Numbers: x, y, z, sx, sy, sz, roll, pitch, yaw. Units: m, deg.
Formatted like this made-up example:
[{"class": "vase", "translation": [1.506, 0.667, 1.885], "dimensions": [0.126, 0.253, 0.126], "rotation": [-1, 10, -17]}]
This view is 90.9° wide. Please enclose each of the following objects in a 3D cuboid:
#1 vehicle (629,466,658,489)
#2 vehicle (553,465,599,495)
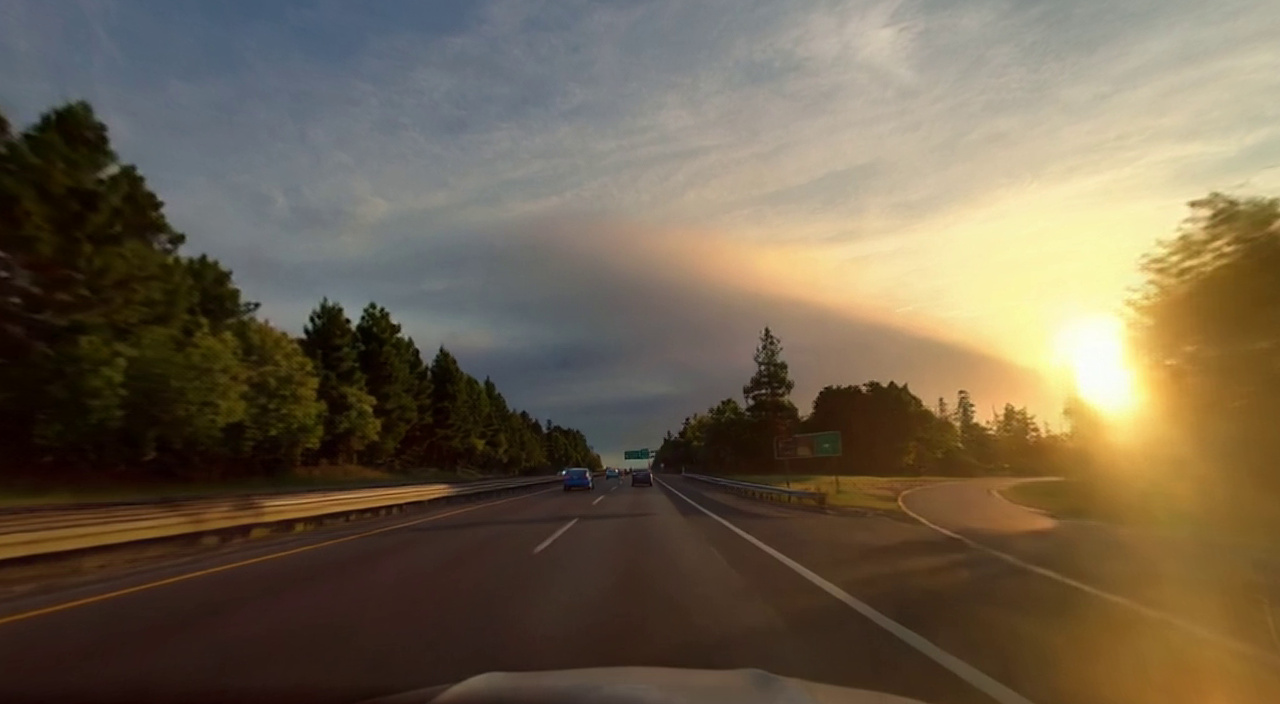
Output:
[{"class": "vehicle", "translation": [0.266, 9.286, 46.734], "dimensions": [2.065, 1.596, 3.869], "rotation": [1, -11, 0]}, {"class": "vehicle", "translation": [-3.521, 7.175, 35.529], "dimensions": [2.047, 1.523, 4.279], "rotation": [1, -11, 1]}]
